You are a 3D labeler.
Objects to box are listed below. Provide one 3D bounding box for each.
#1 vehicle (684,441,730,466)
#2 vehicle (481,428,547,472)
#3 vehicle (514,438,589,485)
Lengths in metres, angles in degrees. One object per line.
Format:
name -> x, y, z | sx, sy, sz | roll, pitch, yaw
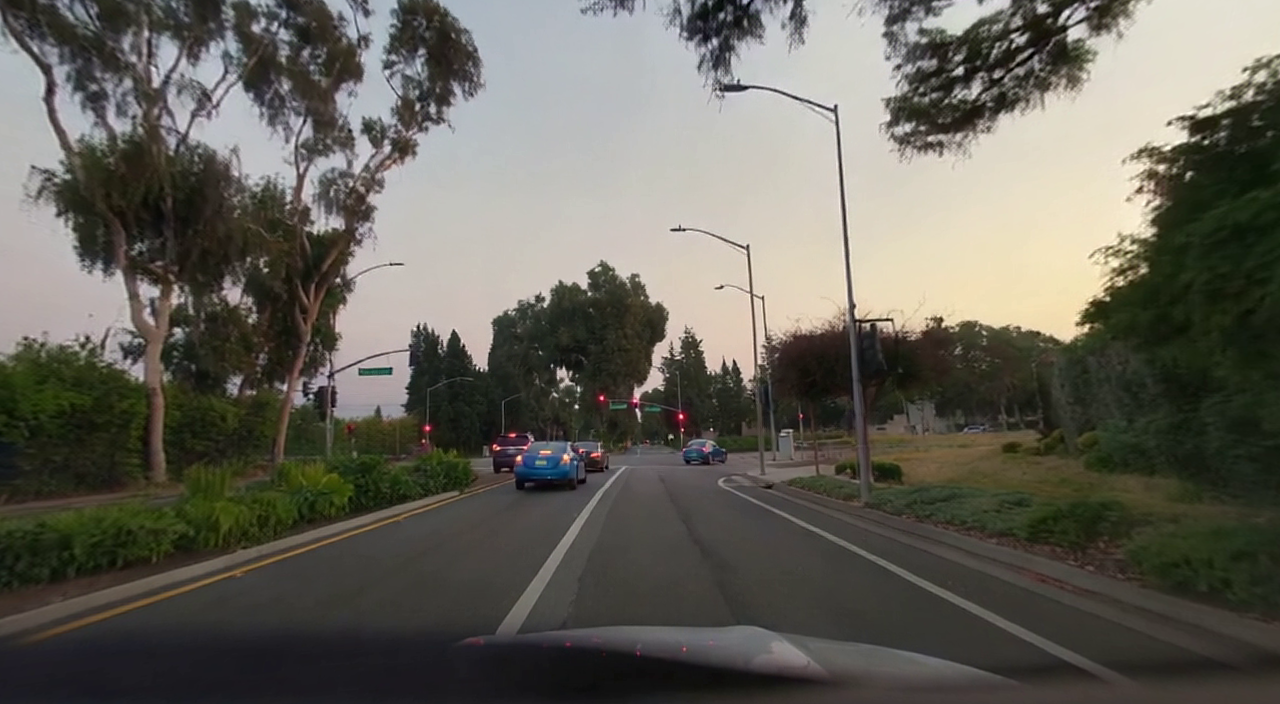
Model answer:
vehicle -> 4.049, 6.020, 37.665 | 1.945, 1.410, 4.284 | -3, -9, 17
vehicle -> -6.215, 4.941, 31.836 | 2.390, 2.020, 5.085 | 0, -9, -1
vehicle -> -2.966, 3.786, 22.079 | 1.979, 1.492, 3.930 | 0, -9, 1
